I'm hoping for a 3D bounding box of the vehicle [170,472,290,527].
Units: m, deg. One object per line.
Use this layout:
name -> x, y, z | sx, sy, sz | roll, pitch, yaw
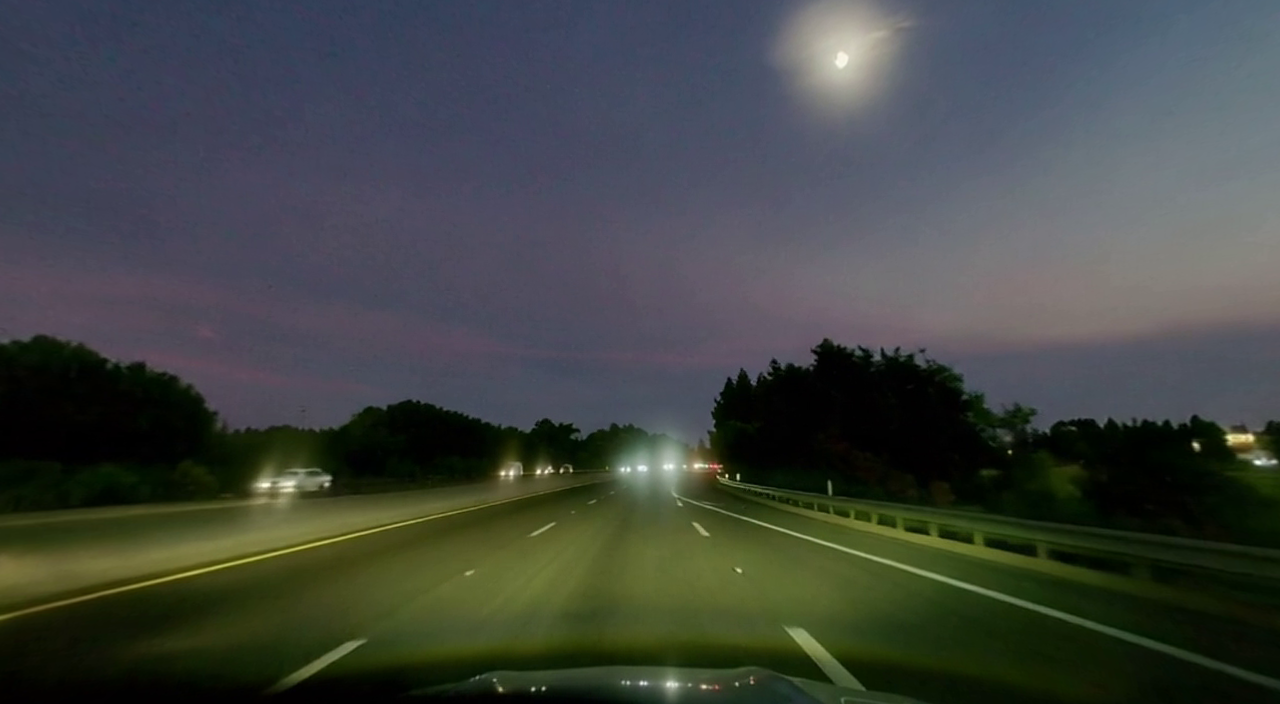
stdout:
vehicle -> -16.217, 5.824, 25.127 | 1.986, 1.636, 4.048 | -3, -7, 2
